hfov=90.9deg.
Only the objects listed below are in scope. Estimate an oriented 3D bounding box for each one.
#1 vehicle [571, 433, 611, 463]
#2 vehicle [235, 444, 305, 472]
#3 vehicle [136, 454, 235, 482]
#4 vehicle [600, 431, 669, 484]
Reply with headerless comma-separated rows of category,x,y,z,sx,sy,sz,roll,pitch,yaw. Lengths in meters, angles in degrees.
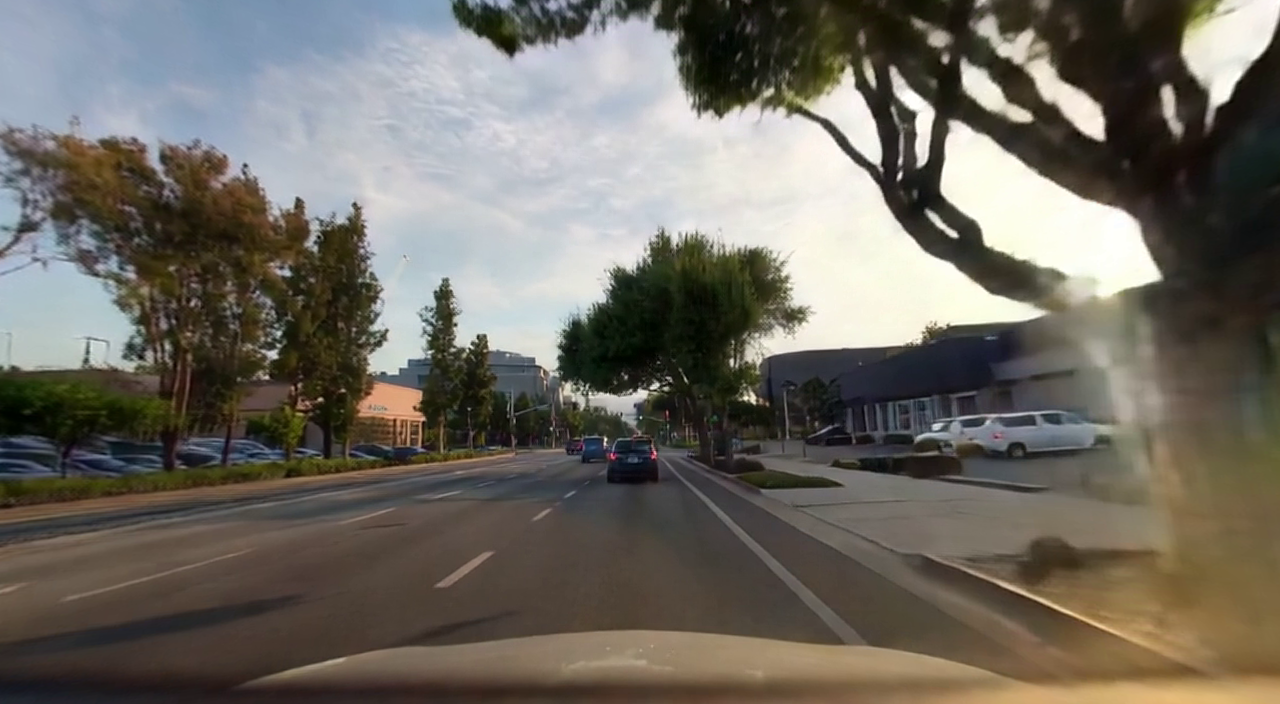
vehicle,-3.168,6.359,42.116,2.064,1.859,5.154,0,-8,2
vehicle,-24.450,7.012,41.843,1.791,1.724,4.432,0,-8,2
vehicle,-26.312,6.673,36.539,4.553,1.479,1.768,-1,-8,7
vehicle,-0.140,3.558,21.585,2.108,1.612,4.246,0,-8,1
